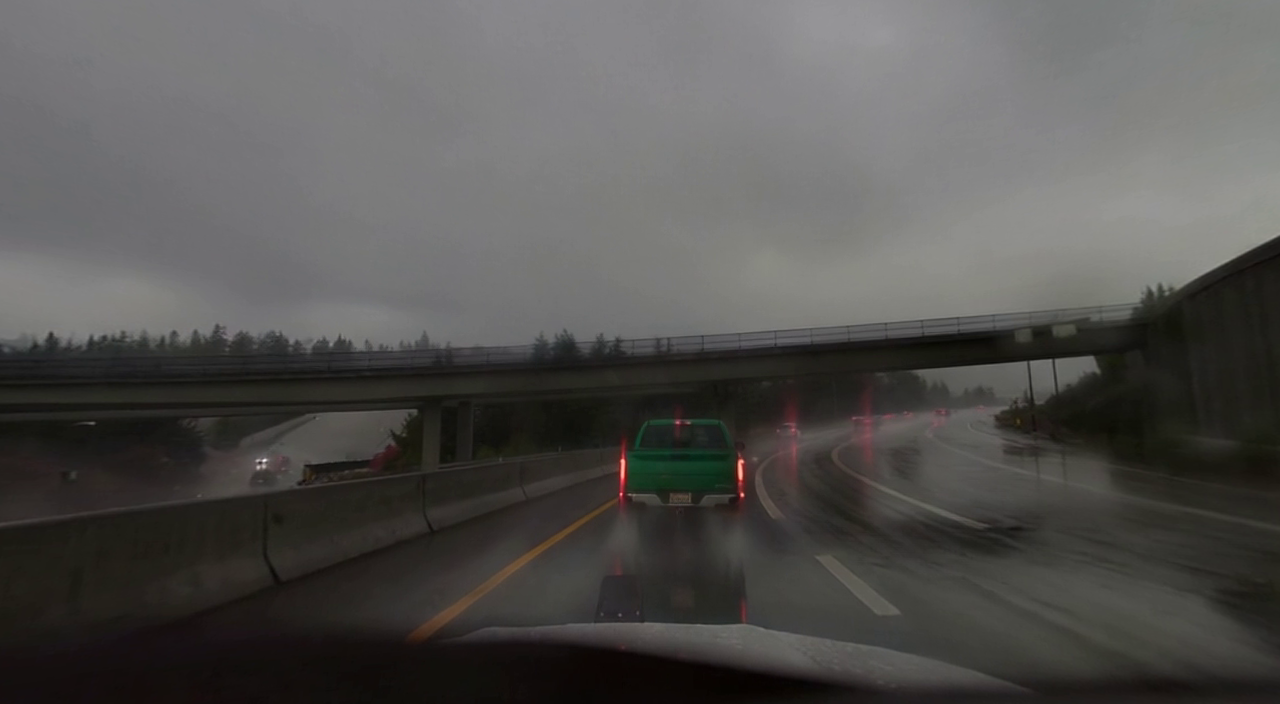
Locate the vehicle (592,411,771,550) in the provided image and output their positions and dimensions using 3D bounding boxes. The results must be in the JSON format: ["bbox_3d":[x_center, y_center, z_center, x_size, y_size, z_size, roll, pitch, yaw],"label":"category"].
[{"bbox_3d":[0.695,1.935,10.177,2.235,1.716,4.435,-1,-8,5],"label":"vehicle"}]
